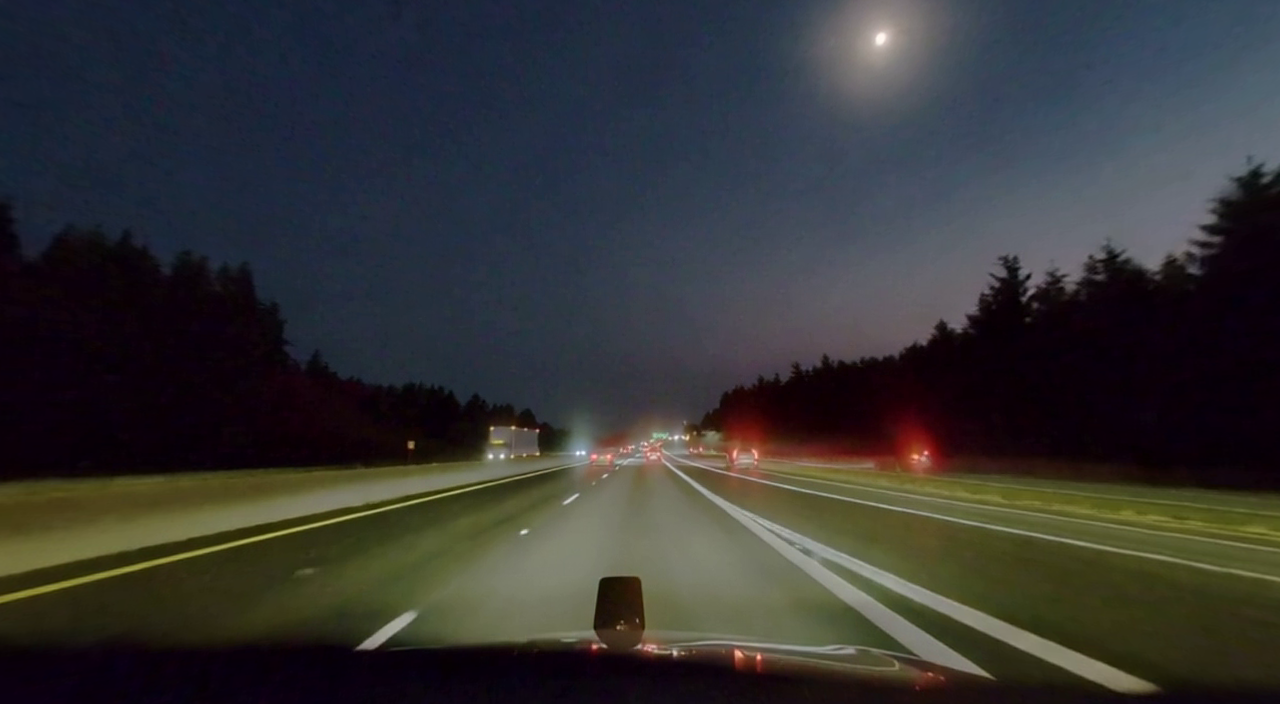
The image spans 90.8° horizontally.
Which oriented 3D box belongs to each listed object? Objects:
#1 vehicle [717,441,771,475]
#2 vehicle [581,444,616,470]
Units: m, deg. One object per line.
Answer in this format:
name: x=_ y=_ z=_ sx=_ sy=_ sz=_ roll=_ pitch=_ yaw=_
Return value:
vehicle: x=5.370 y=5.529 z=33.054 sx=2.021 sy=1.639 sz=4.203 roll=0 pitch=-9 yaw=-1
vehicle: x=-2.787 y=7.149 z=43.187 sx=2.037 sy=1.638 sz=4.274 roll=0 pitch=-9 yaw=1
